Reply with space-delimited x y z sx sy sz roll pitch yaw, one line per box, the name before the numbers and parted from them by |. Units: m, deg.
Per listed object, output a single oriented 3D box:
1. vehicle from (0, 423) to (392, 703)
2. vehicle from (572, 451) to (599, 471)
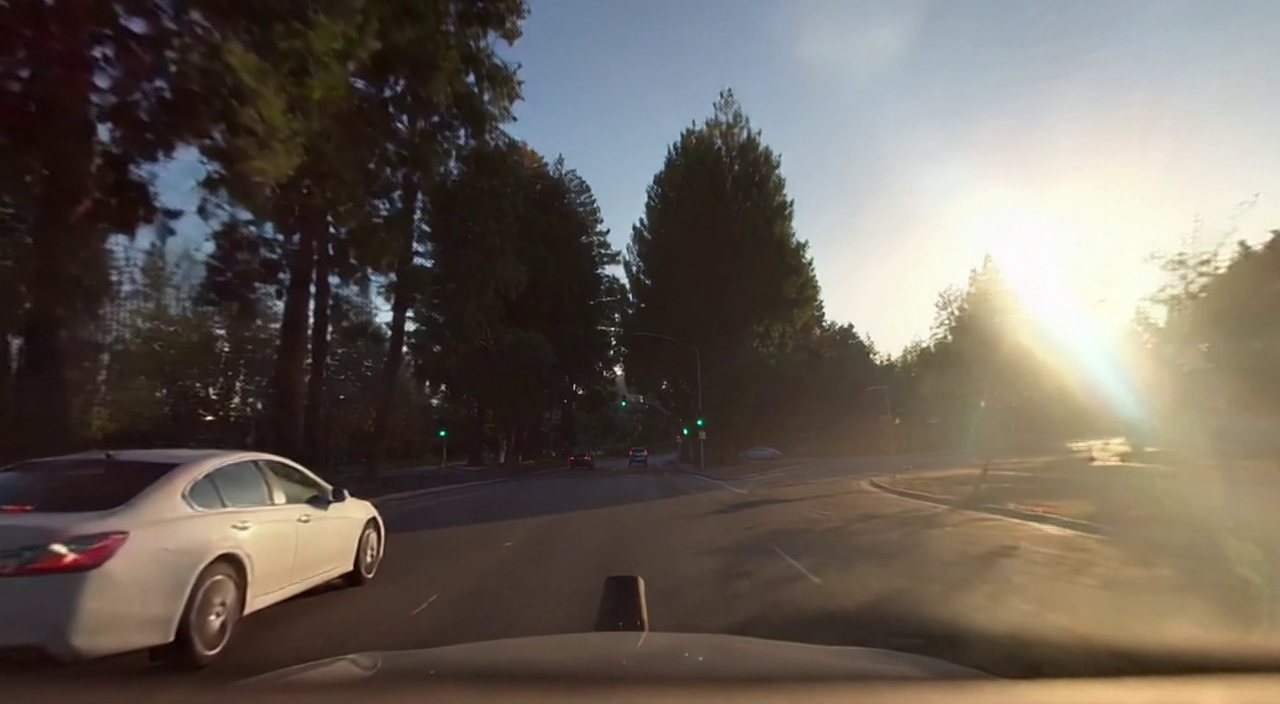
vehicle | -3.700 1.326 4.563 1.968 1.459 4.433 0 -9 1
vehicle | -4.267 8.559 49.725 1.674 1.408 4.141 0 -9 1
